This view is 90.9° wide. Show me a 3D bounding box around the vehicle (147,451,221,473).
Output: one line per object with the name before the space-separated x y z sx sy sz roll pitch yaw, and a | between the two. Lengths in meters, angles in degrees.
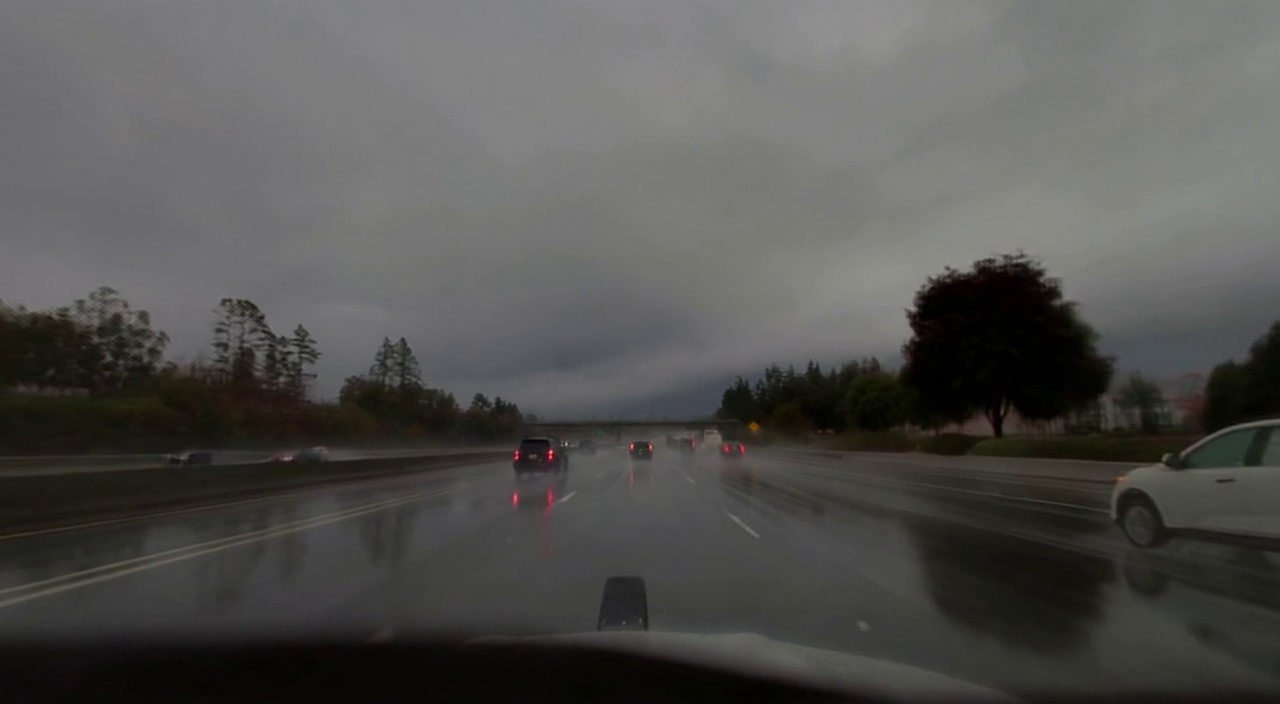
vehicle | -34.277 8.278 47.577 1.980 1.539 4.797 0 -8 1

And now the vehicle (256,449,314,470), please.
vehicle | -26.702 8.095 47.576 1.814 1.465 4.230 -1 -8 2

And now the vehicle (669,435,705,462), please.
vehicle | 3.656 7.600 49.649 2.348 1.991 5.460 0 -8 0

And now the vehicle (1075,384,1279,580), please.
vehicle | 6.847 1.183 5.801 2.123 1.756 4.959 0 -8 0

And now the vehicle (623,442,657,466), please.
vehicle | -0.015 6.523 40.376 2.050 1.452 3.917 0 -8 0

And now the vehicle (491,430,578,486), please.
vehicle | -3.594 3.724 22.489 2.118 1.750 4.875 -1 -8 2

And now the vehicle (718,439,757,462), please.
vehicle | 7.429 7.591 48.575 2.196 1.659 4.451 0 -8 -1
